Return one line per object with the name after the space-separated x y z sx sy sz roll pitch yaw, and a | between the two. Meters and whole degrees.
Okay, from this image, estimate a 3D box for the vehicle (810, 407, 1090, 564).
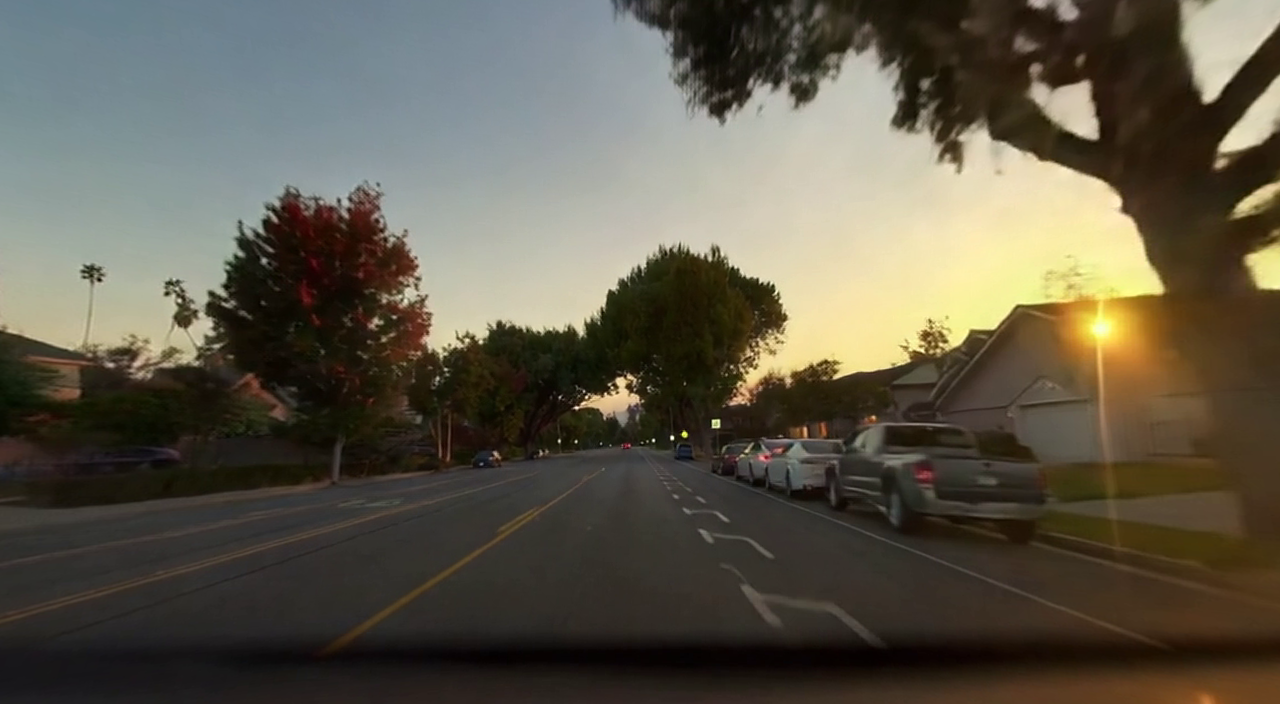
4.470 1.991 10.381 2.074 1.838 5.402 1 -8 3 | vehicle
